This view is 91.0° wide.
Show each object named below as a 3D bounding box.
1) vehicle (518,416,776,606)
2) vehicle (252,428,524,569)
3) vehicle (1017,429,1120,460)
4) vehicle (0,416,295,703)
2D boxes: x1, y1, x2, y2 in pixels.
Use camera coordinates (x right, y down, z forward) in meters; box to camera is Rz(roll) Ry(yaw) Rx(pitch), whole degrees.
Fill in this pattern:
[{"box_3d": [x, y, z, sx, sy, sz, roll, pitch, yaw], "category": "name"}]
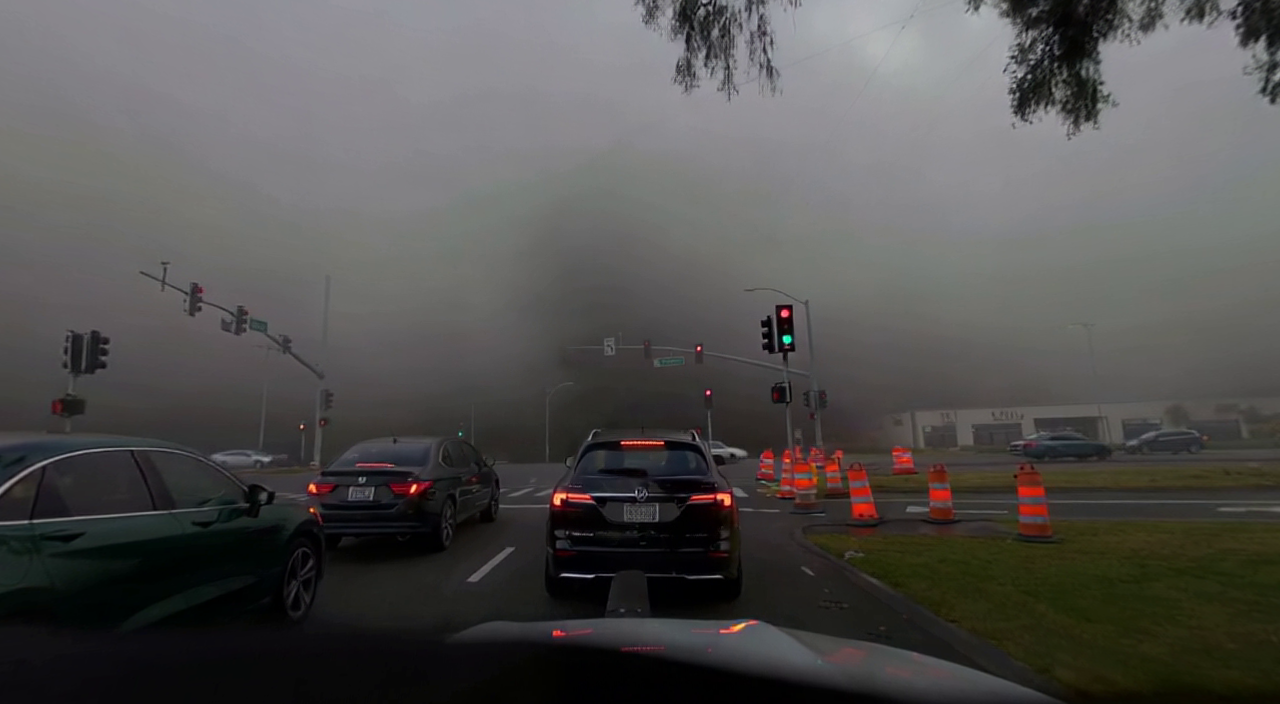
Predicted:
[{"box_3d": [0.103, 1.619, 7.211, 2.167, 1.560, 3.676, 0, -9, 1], "category": "vehicle"}, {"box_3d": [-3.278, 1.994, 9.450, 1.989, 1.541, 4.626, 0, -9, 2], "category": "vehicle"}, {"box_3d": [27.669, 6.016, 40.806, 5.082, 1.907, 2.115, 0, -9, 1], "category": "vehicle"}, {"box_3d": [-3.591, 0.948, 2.151, 2.064, 1.497, 4.722, 0, -9, 1], "category": "vehicle"}]
